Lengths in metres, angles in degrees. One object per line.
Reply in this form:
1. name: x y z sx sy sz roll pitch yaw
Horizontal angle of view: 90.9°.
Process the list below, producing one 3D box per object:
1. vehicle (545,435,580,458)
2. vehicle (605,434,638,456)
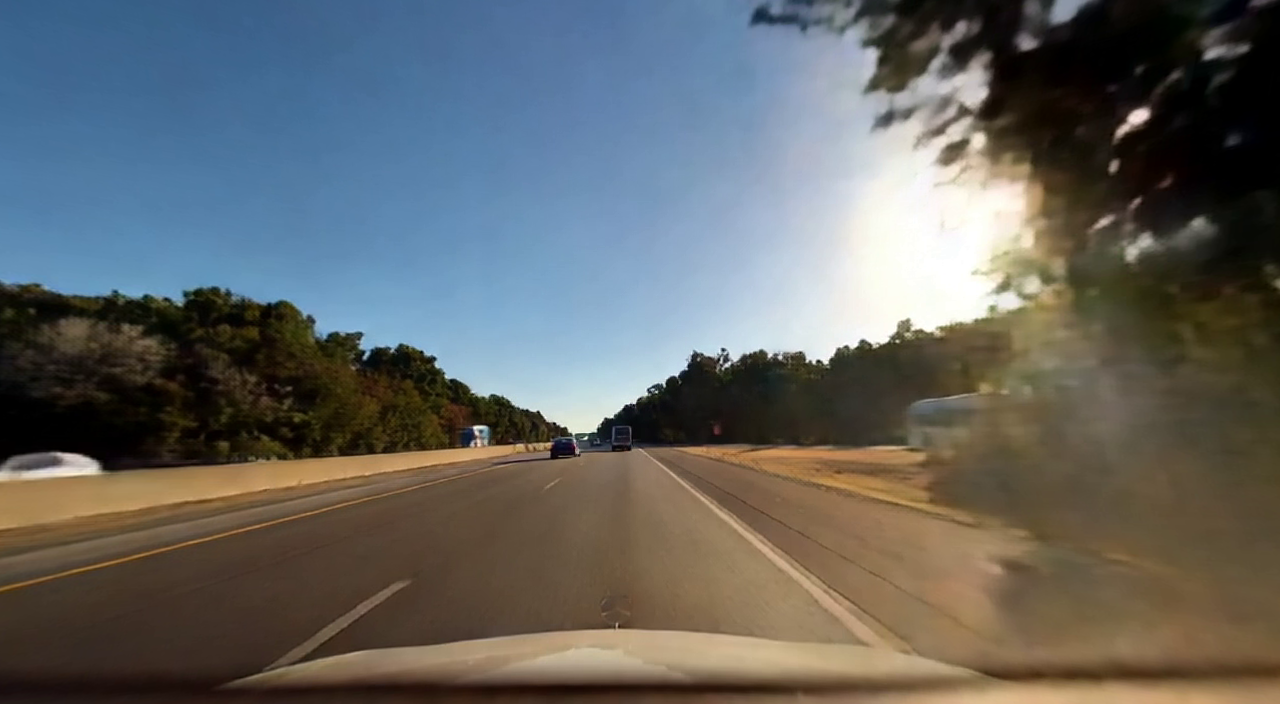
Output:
1. vehicle: -5.065 6.208 41.668 1.907 1.445 4.049 0 -8 -2
2. vehicle: -1.242 6.461 43.849 2.162 1.460 4.242 0 -8 -1
